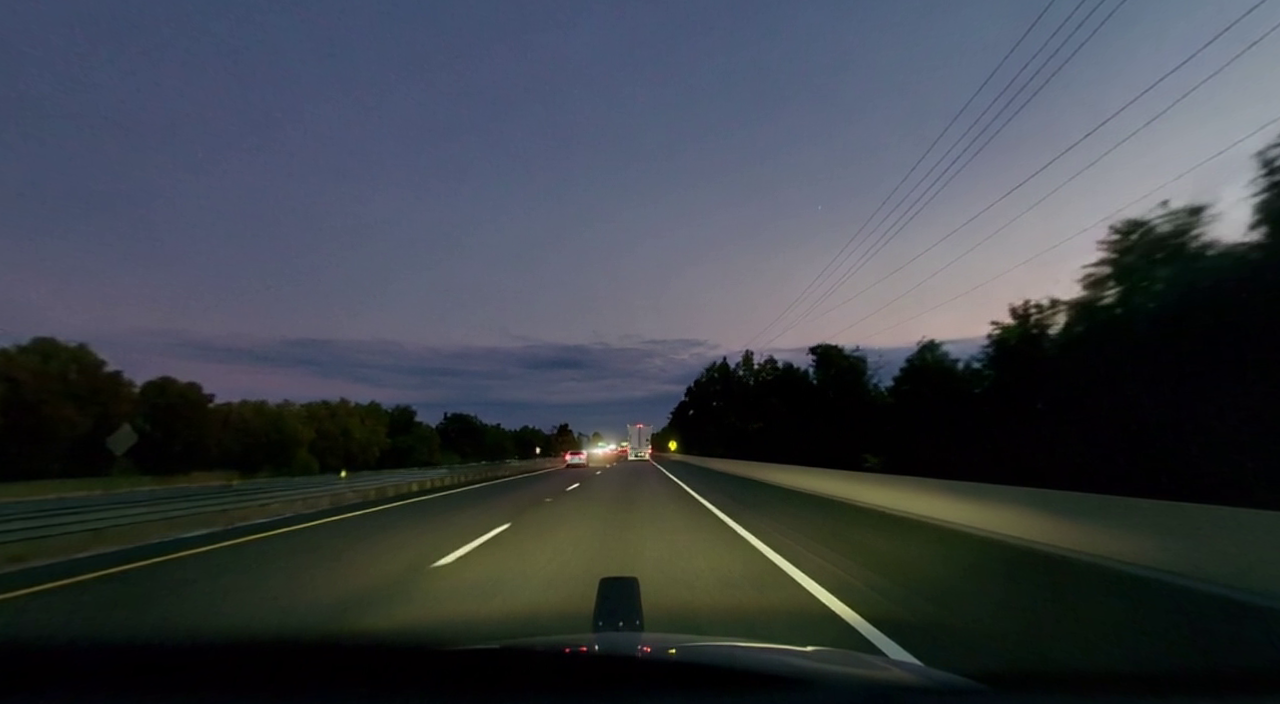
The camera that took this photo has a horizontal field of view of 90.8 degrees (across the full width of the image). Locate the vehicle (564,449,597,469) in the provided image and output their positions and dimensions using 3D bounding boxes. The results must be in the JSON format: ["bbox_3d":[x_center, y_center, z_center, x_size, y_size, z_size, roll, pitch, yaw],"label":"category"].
[{"bbox_3d":[-4.454,8.108,47.923,2.106,1.445,4.404,0,-9,-1],"label":"vehicle"}]
